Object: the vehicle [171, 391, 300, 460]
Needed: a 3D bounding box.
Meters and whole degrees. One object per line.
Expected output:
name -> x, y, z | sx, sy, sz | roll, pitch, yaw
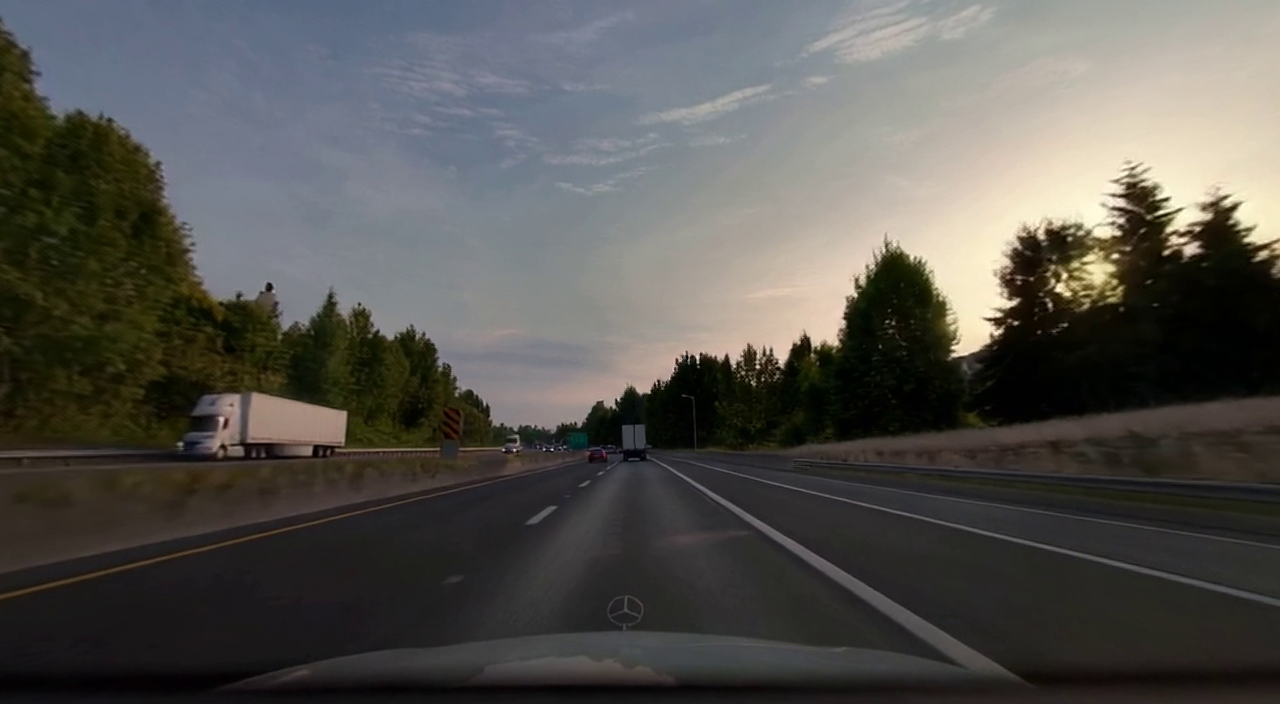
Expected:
vehicle -> -24.043, 4.563, 38.021 | 2.766, 3.715, 7.293 | 0, -9, 0
